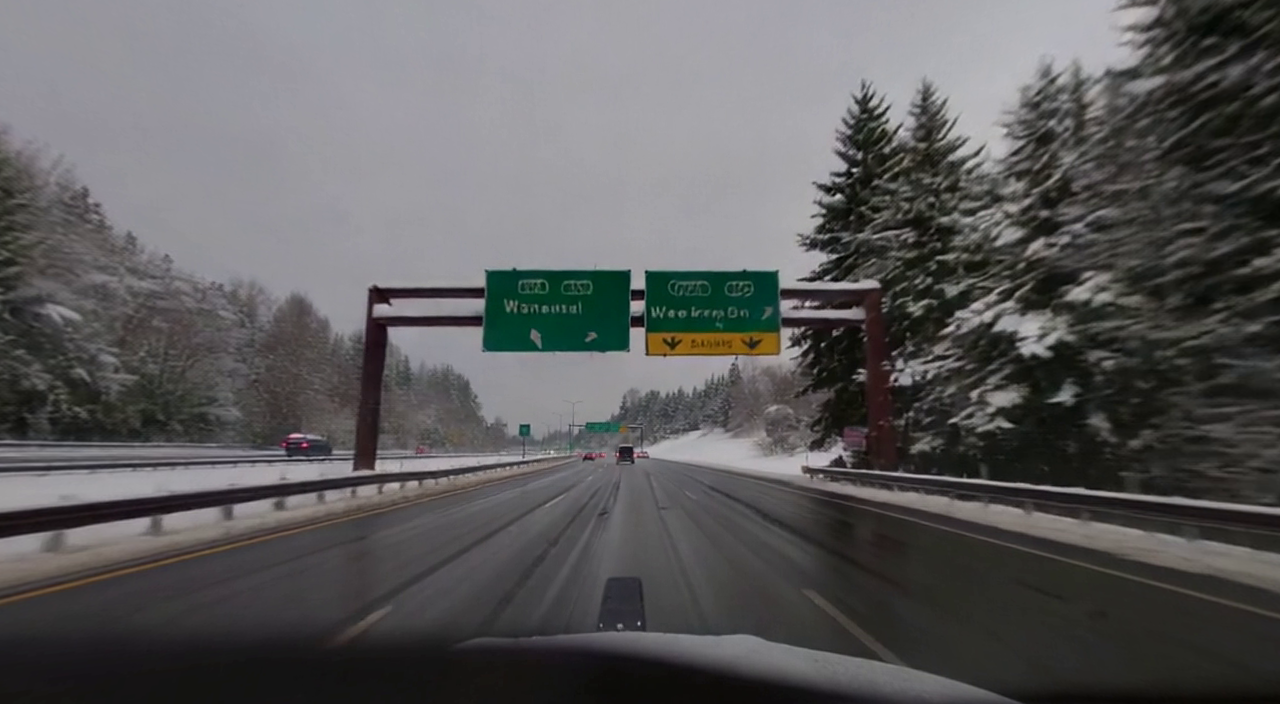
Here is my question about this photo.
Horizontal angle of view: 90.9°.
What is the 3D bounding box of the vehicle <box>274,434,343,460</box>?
[{"bbox_3d":[-19.616,5.648,37.519,1.901,1.465,4.173,0,-9,-1],"label":"vehicle"}]
